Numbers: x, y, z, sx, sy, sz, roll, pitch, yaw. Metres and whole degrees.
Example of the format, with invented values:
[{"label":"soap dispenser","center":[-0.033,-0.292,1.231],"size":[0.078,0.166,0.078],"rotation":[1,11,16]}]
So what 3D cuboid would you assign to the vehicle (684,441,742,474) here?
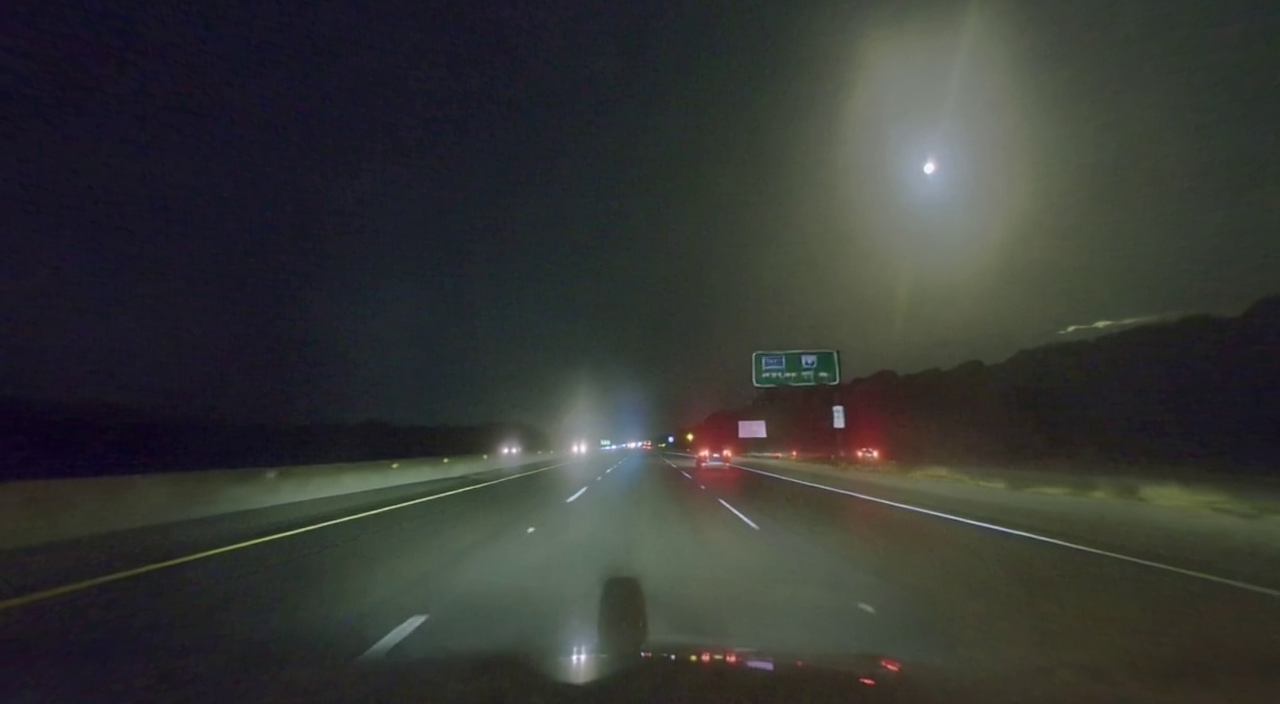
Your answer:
[{"label":"vehicle","center":[3.470,5.136,30.937],"size":[2.193,1.462,4.533],"rotation":[0,-8,-1]}]
